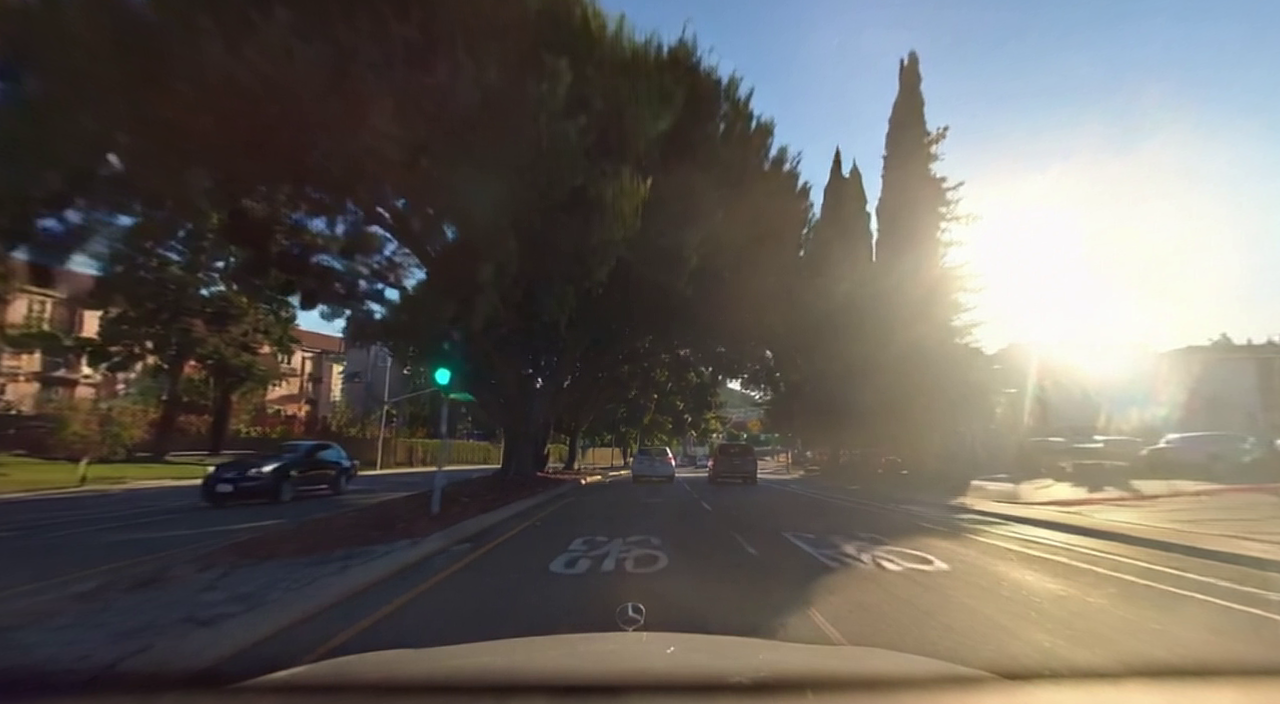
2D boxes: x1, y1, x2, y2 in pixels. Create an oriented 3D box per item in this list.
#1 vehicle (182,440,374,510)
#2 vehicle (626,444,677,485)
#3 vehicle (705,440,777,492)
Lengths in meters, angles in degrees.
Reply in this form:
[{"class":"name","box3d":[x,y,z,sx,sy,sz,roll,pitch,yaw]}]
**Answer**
[{"class":"vehicle","box3d":[-8.964,3.059,16.234,1.991,1.503,4.688,-1,-9,3]},{"class":"vehicle","box3d":[0.631,5.426,30.639,2.185,1.822,4.391,-1,-9,5]},{"class":"vehicle","box3d":[3.769,4.343,24.393,2.166,1.799,4.372,-1,-9,1]}]
